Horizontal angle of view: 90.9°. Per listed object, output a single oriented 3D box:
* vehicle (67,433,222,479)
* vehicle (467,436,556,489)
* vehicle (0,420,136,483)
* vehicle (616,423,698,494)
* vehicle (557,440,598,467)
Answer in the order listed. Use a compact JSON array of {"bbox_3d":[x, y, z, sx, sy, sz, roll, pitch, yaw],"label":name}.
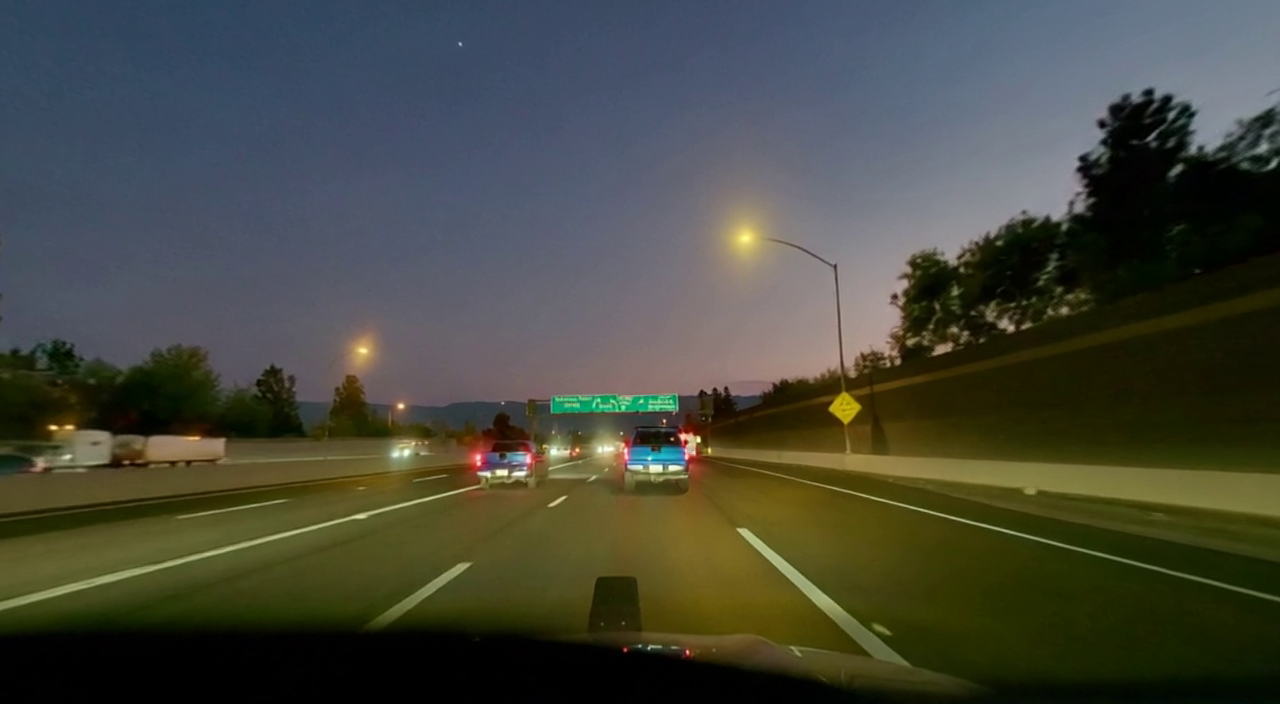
[{"bbox_3d":[-32.827,6.925,42.500,2.712,2.693,9.373,0,-9,1],"label":"vehicle"},{"bbox_3d":[-4.225,3.715,21.562,1.961,1.591,4.756,0,-9,1],"label":"vehicle"},{"bbox_3d":[-32.962,5.659,36.052,2.876,3.255,6.192,0,-9,2],"label":"vehicle"},{"bbox_3d":[0.445,3.071,18.457,2.083,1.792,4.782,0,-9,1],"label":"vehicle"},{"bbox_3d":[-3.836,6.389,39.718,2.061,1.584,4.290,0,-9,1],"label":"vehicle"}]
